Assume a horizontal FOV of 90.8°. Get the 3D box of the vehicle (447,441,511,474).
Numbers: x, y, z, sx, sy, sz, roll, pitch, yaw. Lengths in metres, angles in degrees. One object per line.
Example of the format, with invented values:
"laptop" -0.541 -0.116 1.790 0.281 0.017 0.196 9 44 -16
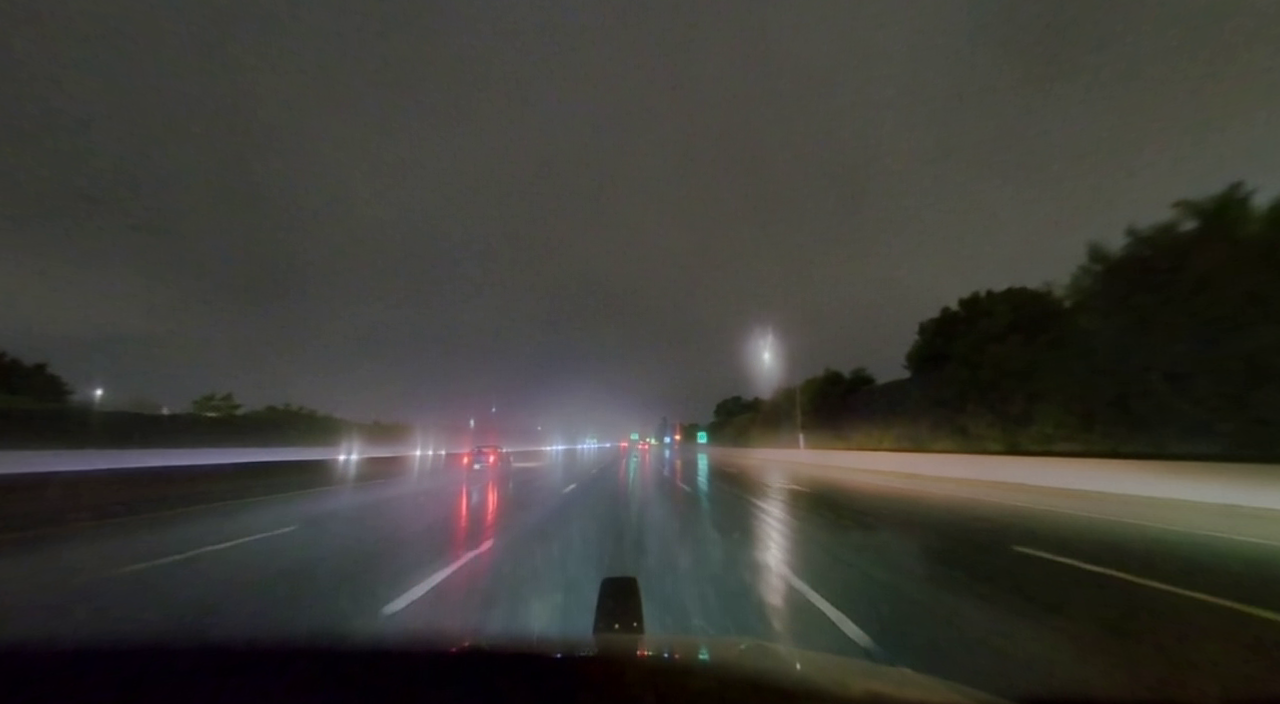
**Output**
"vehicle" -8.138 5.349 32.474 2.005 1.545 4.874 0 -8 0
